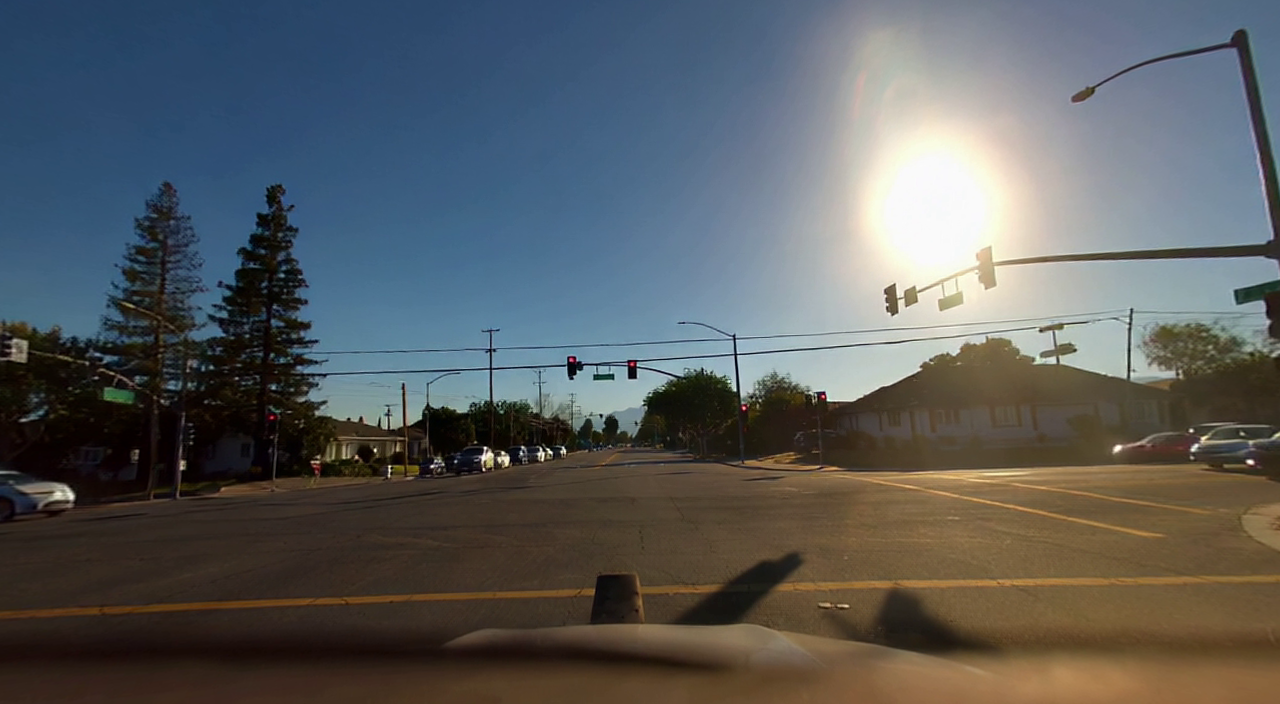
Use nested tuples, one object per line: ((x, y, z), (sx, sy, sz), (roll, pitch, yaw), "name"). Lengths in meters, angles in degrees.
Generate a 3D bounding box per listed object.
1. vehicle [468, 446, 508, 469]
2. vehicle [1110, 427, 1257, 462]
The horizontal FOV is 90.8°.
((-10.720, 7.457, 44.749), (1.881, 1.509, 3.377), (0, -9, 1), "vehicle")
((25.471, 4.367, 29.788), (4.873, 1.539, 1.932), (-2, -9, 8), "vehicle")
